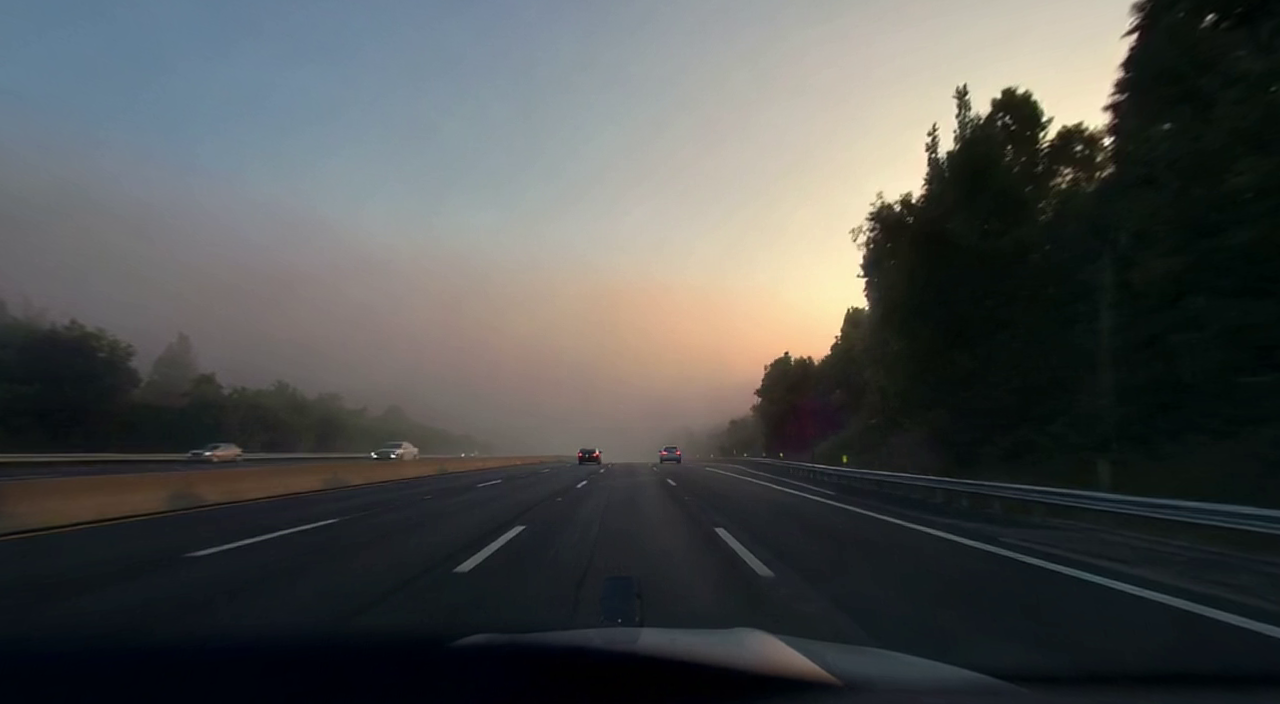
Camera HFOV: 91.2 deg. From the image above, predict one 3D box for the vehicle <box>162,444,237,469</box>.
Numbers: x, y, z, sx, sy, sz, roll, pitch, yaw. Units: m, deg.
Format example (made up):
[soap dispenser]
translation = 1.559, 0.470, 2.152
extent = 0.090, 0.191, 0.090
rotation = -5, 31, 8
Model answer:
[vehicle]
translation = -27.633, 6.564, 39.484
extent = 1.742, 1.490, 4.162
rotation = 0, -9, -1
